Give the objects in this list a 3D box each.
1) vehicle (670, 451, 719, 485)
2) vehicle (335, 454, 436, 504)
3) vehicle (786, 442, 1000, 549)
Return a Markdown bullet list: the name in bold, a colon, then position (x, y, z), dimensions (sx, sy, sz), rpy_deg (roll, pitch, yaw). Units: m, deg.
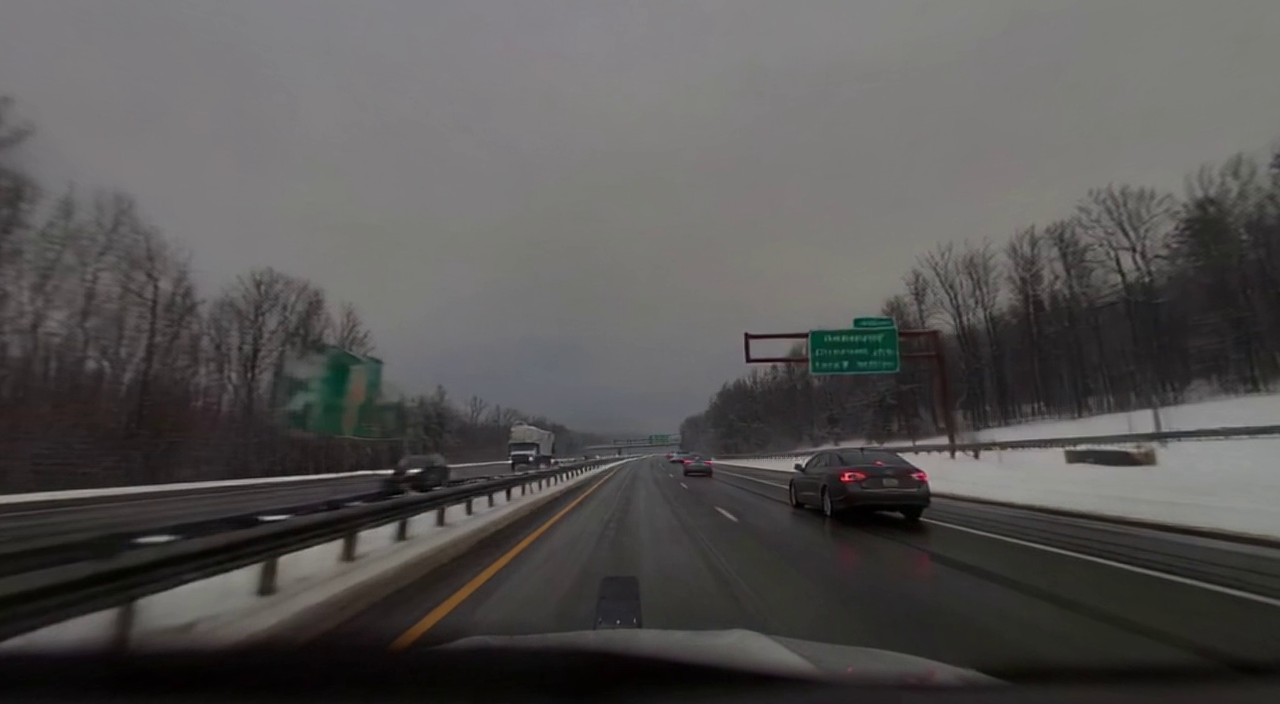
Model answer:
- **vehicle**: position (2.664, 5.794, 31.623), dimensions (2.070, 1.546, 4.648), rpy_deg (0, -9, 1)
- **vehicle**: position (-8.879, 4.433, 22.249), dimensions (1.888, 1.527, 3.957), rpy_deg (0, -9, 0)
- **vehicle**: position (4.271, 2.471, 11.496), dimensions (2.119, 1.557, 4.163), rpy_deg (0, -9, -1)
